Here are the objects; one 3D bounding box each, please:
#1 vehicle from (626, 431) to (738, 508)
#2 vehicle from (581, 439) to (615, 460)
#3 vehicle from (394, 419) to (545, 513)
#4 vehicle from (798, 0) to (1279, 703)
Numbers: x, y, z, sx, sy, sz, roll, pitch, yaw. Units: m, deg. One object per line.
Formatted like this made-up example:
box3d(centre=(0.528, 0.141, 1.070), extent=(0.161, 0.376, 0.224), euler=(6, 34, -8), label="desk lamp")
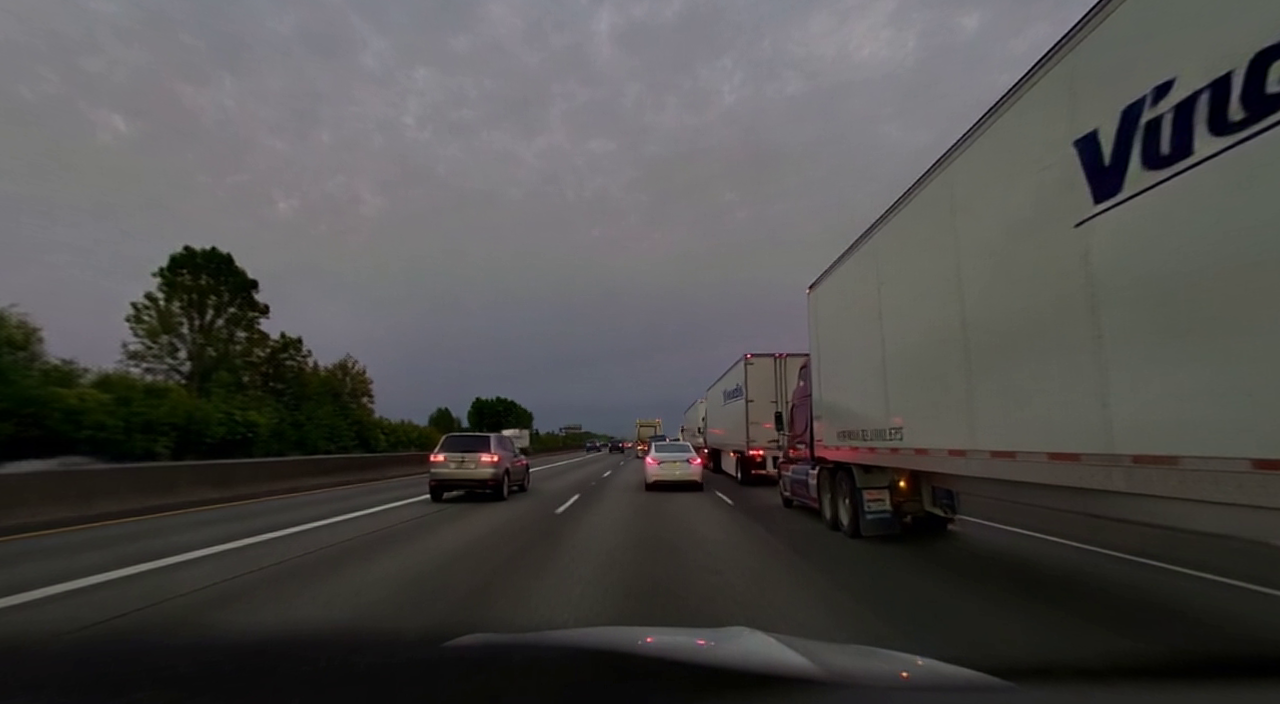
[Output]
box3d(centre=(0.814, 2.606, 14.606), extent=(2.200, 1.495, 4.282), euler=(0, -8, 0), label="vehicle")
box3d(centre=(-3.191, 7.518, 48.995), extent=(2.181, 1.538, 4.169), euler=(0, -8, 2), label="vehicle")
box3d(centre=(-3.512, 2.419, 14.008), extent=(2.006, 1.729, 4.447), euler=(0, -8, 2), label="vehicle")
box3d(centre=(4.536, -0.270, 4.117), extent=(2.967, 4.347, 15.373), euler=(0, -8, 0), label="vehicle")
